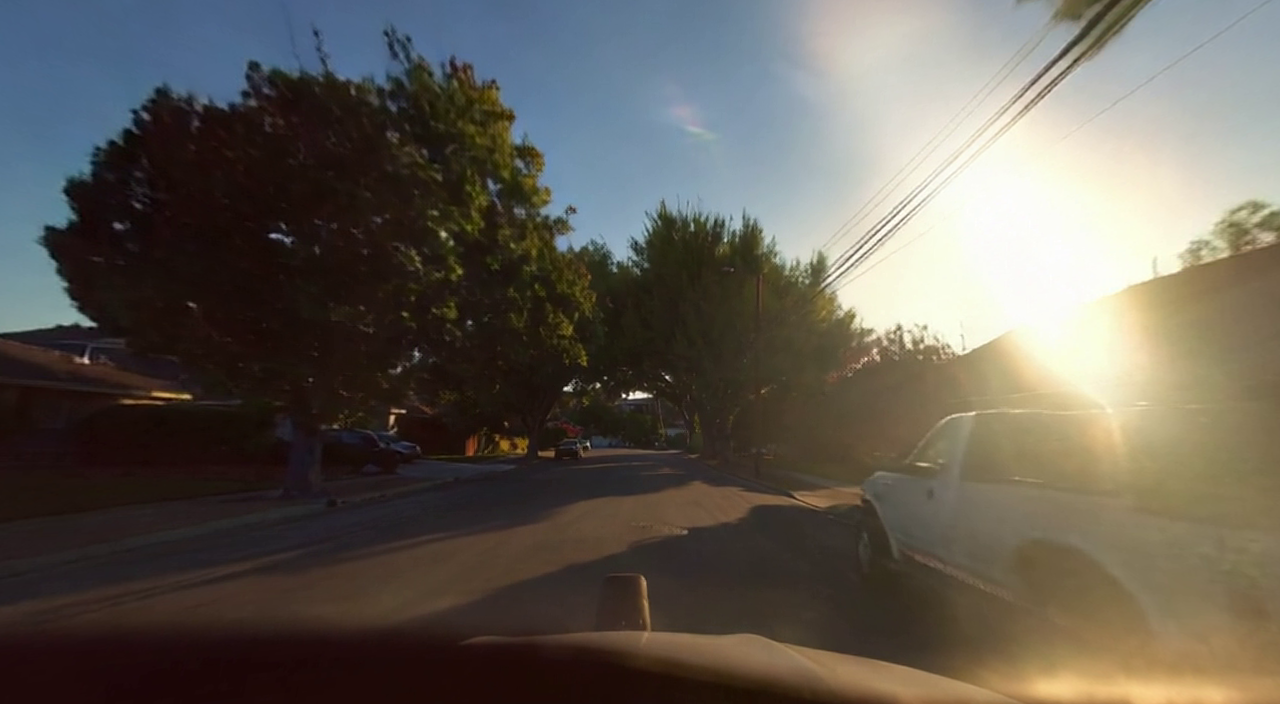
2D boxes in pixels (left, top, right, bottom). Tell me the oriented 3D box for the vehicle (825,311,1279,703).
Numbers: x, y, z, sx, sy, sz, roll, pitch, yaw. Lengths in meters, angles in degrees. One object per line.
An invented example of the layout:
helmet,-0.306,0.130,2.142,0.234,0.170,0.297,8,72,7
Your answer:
vehicle,3.230,1.183,4.774,2.122,1.997,4.800,0,-8,-1

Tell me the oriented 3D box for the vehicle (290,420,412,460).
vehicle,-14.197,4.362,31.064,4.928,1.844,2.163,1,-8,-3

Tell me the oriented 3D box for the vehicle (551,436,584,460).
vehicle,-5.641,7.535,49.374,1.998,1.742,4.210,0,-8,1
